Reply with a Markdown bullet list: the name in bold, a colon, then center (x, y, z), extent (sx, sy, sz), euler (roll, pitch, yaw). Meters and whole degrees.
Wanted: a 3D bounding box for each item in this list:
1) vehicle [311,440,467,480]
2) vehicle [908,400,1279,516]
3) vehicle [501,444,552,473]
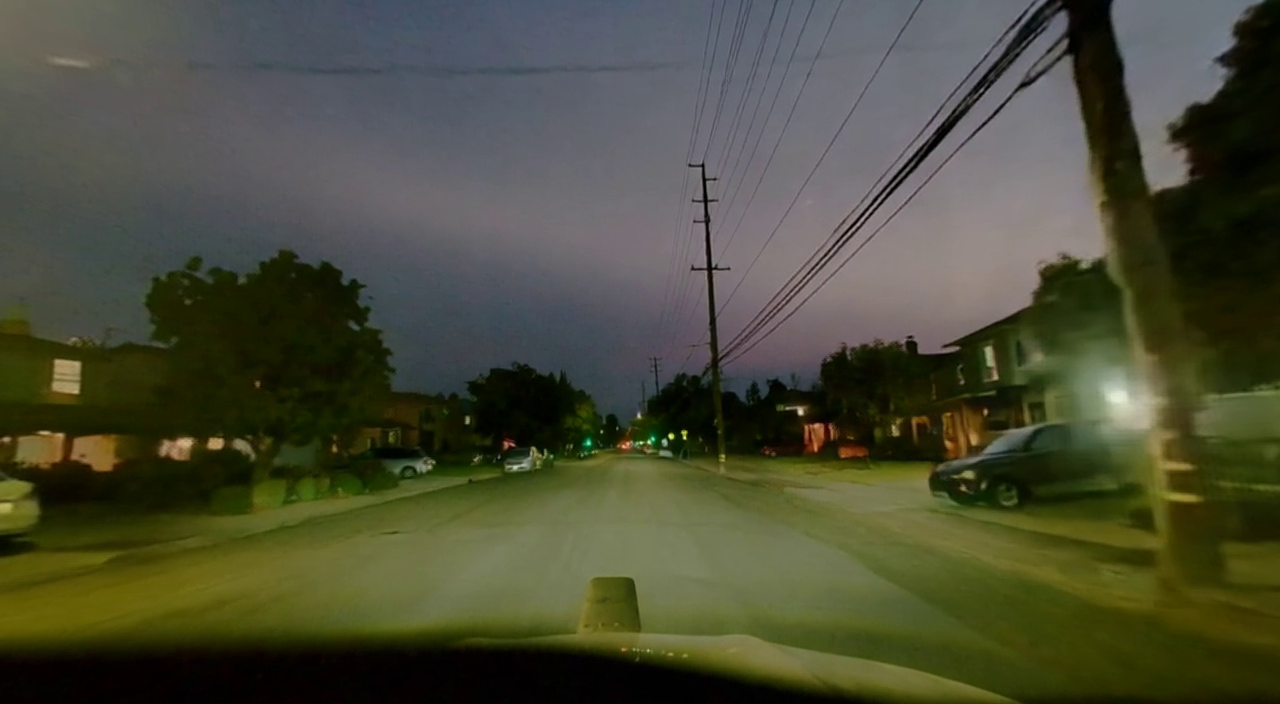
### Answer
- **vehicle**: center (-12.267, 5.327, 31.356), extent (6.619, 1.759, 2.632), euler (-1, -8, -2)
- **vehicle**: center (8.989, 2.091, 12.826), extent (5.890, 1.896, 2.459), euler (-2, -7, 0)
- **vehicle**: center (-6.626, 6.285, 37.572), extent (2.208, 1.491, 5.089), euler (0, -8, -1)
